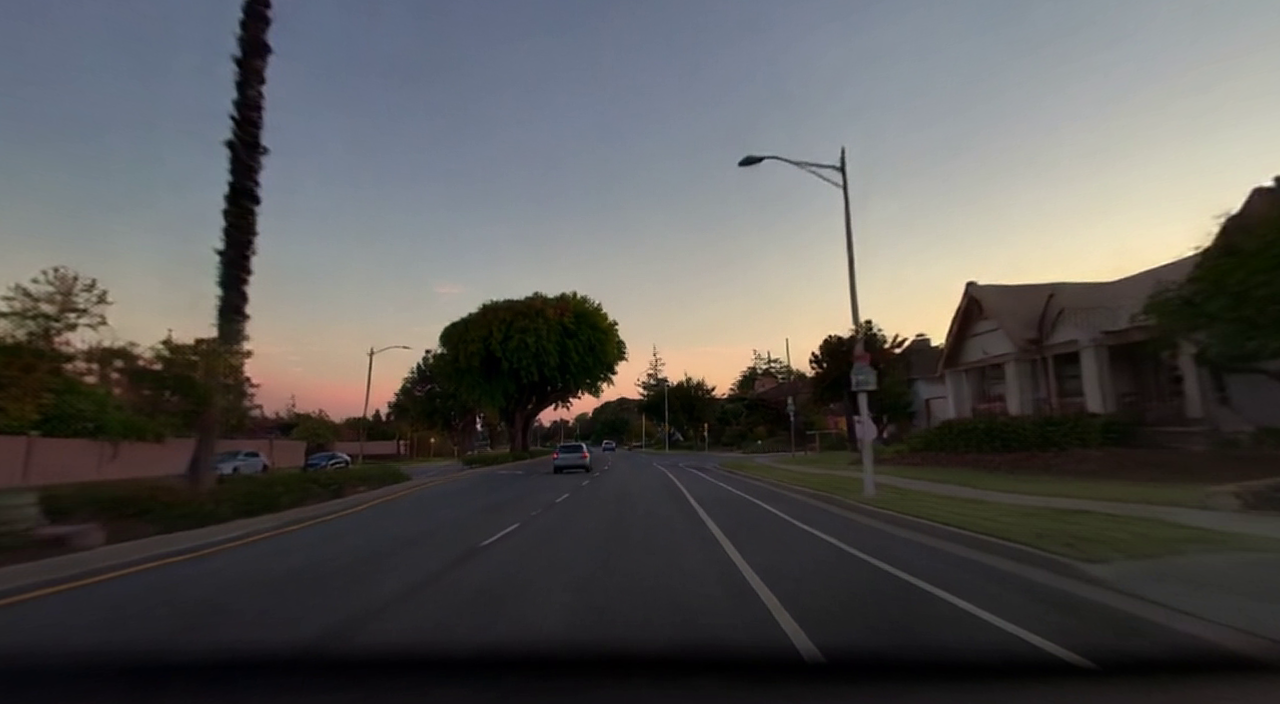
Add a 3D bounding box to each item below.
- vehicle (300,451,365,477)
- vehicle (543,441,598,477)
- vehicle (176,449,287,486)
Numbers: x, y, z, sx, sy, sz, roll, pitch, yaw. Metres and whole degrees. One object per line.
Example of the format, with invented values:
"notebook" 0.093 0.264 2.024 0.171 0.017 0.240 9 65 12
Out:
"vehicle" -19.028 6.934 39.213 1.980 1.423 4.465 0 -9 -3
"vehicle" -3.125 4.923 29.283 2.075 1.498 4.730 0 -9 0
"vehicle" -18.991 5.421 29.620 2.026 1.563 4.618 0 -10 2
